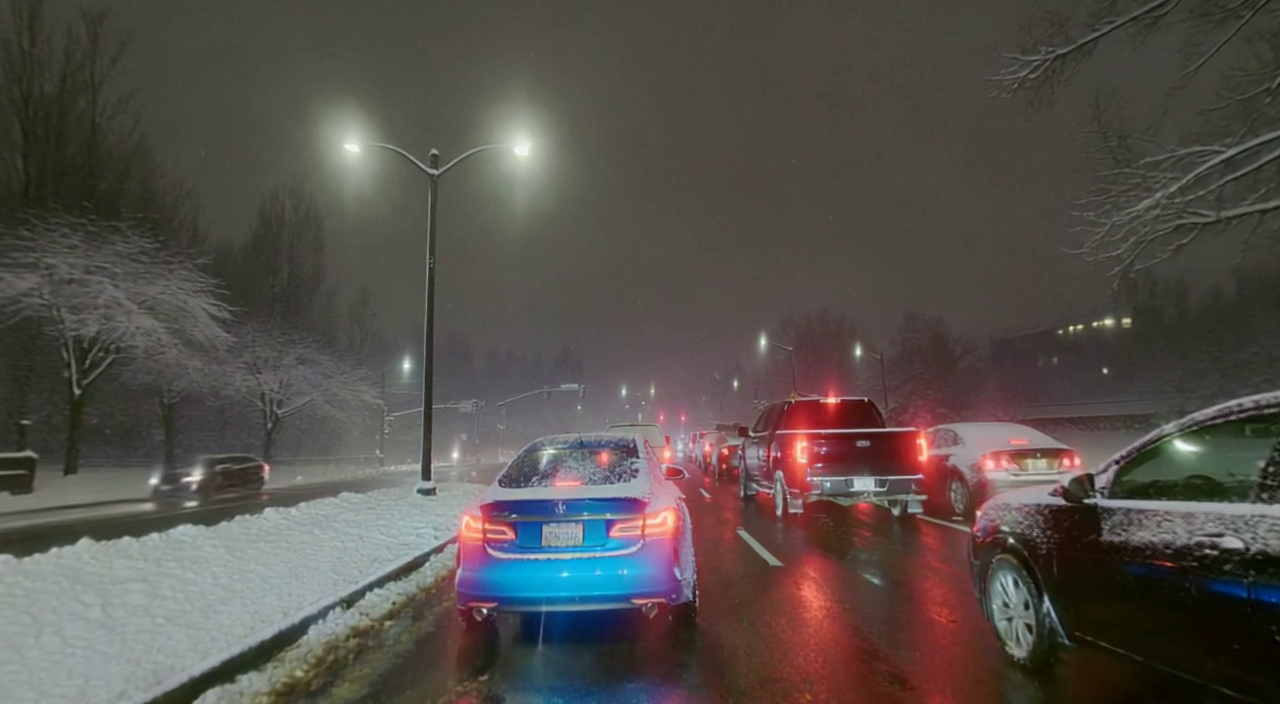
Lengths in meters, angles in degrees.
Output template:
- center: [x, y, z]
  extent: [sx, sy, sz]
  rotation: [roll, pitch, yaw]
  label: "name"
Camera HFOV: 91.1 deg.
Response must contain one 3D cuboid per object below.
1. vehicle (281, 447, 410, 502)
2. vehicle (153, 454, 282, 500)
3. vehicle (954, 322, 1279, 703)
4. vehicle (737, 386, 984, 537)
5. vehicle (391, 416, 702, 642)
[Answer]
- center: [-9.290, 3.866, 20.297]
  extent: [1.925, 1.524, 4.440]
  rotation: [0, -9, 2]
  label: "vehicle"
- center: [-16.170, 4.751, 24.319]
  extent: [1.966, 1.563, 4.203]
  rotation: [0, -9, 2]
  label: "vehicle"
- center: [3.161, 0.754, 2.071]
  extent: [1.982, 1.709, 4.427]
  rotation: [0, -9, 1]
  label: "vehicle"
- center: [3.518, 1.956, 11.705]
  extent: [2.444, 2.098, 5.766]
  rotation: [0, -8, -1]
  label: "vehicle"
- center: [-0.578, 1.500, 6.335]
  extent: [2.111, 1.506, 4.018]
  rotation: [0, -9, 2]
  label: "vehicle"
